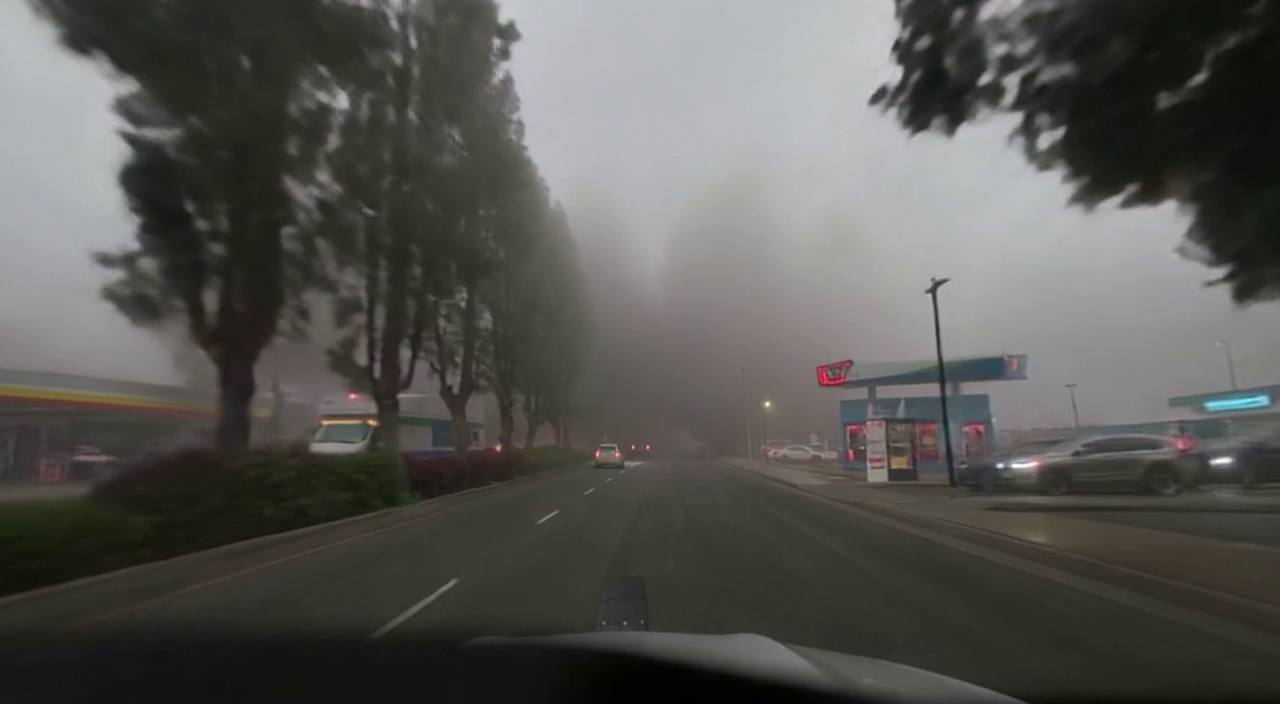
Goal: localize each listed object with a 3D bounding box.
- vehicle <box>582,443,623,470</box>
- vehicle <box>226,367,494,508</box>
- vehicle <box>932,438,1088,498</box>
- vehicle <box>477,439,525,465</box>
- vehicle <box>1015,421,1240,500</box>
[{"bbox_3d":[-2.096,5.986,36.303,1.959,1.406,4.272,0,-9,2],"label":"vehicle"},{"bbox_3d":[-8.241,2.945,21.763,3.056,3.289,13.199,-2,-8,1],"label":"vehicle"},{"bbox_3d":[10.317,3.247,18.103,1.888,1.465,4.727,0,-9,4],"label":"vehicle"},{"bbox_3d":[-9.880,7.143,45.238,2.074,1.755,4.412,0,-9,5],"label":"vehicle"},{"bbox_3d":[13.237,2.998,17.759,2.015,1.839,5.416,1,-9,0],"label":"vehicle"}]
